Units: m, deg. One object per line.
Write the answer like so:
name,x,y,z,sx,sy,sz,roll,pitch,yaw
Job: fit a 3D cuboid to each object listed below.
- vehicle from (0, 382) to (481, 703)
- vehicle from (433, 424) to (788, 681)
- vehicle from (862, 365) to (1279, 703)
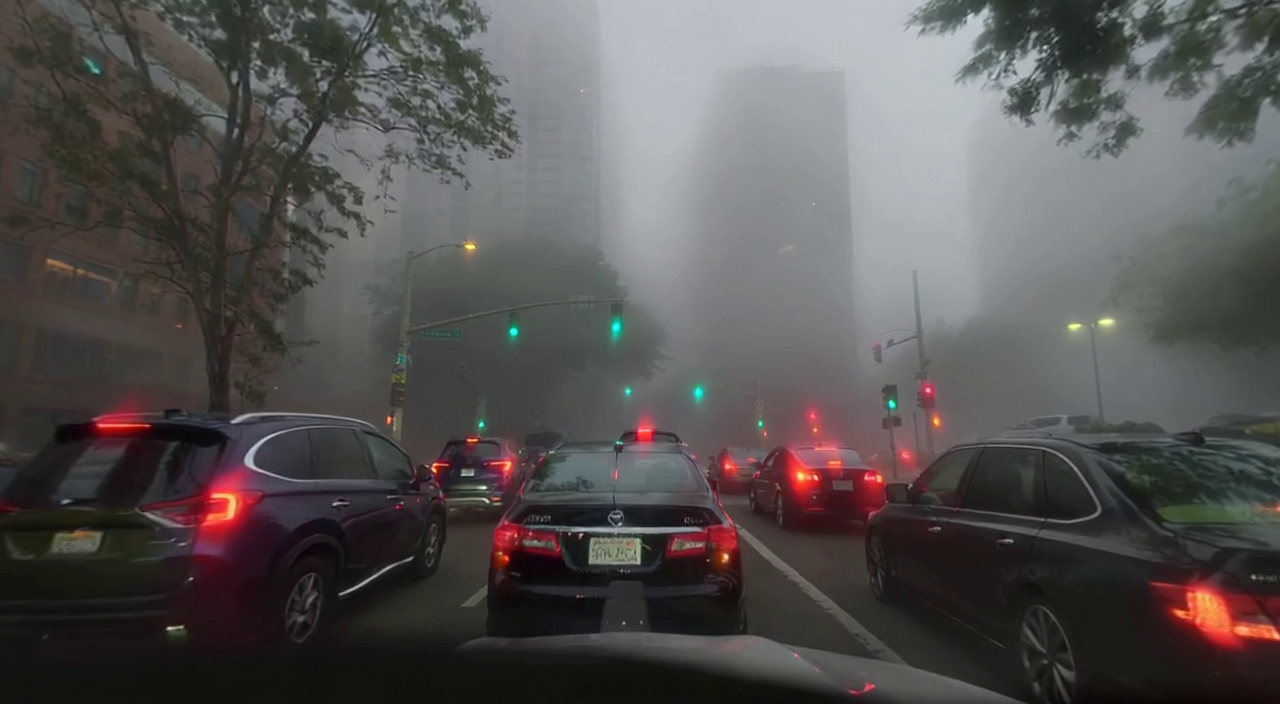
vehicle,-3.122,1.351,5.574,2.181,1.723,4.550,0,-8,1
vehicle,-0.162,1.436,5.578,2.031,1.461,3.763,0,-8,0
vehicle,3.340,1.155,4.174,2.179,1.631,4.173,0,-8,0
